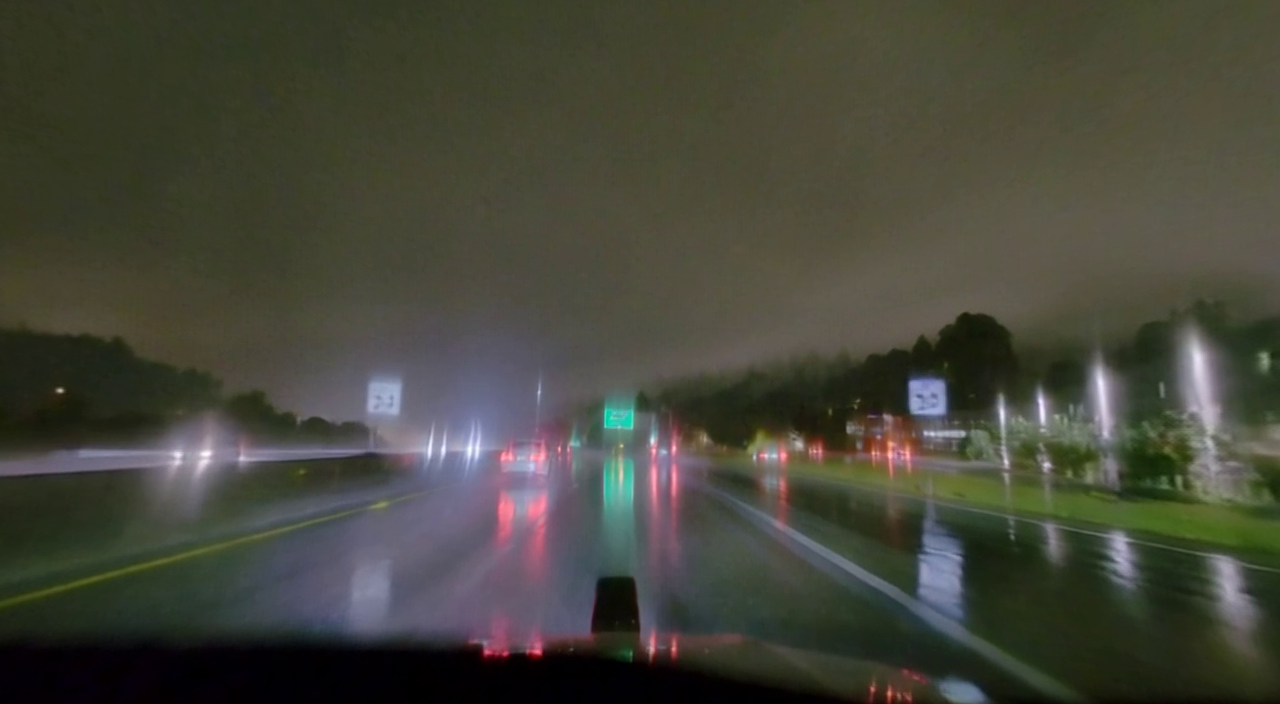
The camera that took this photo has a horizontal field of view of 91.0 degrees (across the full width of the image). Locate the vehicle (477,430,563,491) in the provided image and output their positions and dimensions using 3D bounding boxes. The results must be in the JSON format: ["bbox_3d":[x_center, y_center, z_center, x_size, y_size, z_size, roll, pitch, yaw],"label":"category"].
[{"bbox_3d":[-3.762,3.460,20.517,2.080,1.733,4.410,0,-8,-2],"label":"vehicle"}]

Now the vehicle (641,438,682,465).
[{"bbox_3d":[1.310,6.378,40.444,2.078,1.608,3.982,0,-8,-6],"label":"vehicle"}]

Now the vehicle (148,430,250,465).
[{"bbox_3d":[-26.091,5.680,37.449,2.151,1.906,4.729,-2,-8,9],"label":"vehicle"}]
